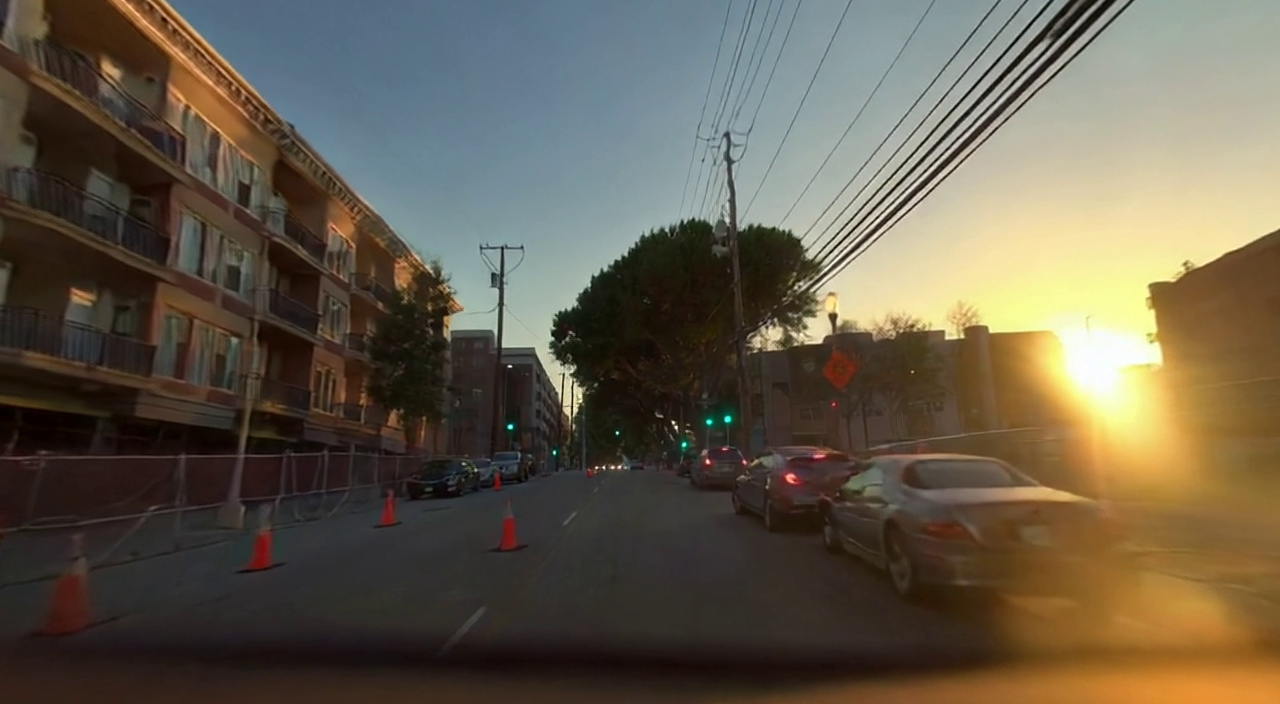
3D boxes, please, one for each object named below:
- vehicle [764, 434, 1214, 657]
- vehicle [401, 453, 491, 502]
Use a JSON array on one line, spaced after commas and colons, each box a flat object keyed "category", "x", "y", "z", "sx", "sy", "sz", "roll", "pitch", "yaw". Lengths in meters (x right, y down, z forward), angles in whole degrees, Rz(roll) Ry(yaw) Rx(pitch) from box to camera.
[{"category": "vehicle", "x": 2.872, "y": 1.677, "z": 6.769, "sx": 2.010, "sy": 1.499, "sz": 4.754, "roll": 0, "pitch": -8, "yaw": -1}, {"category": "vehicle", "x": -6.659, "y": 4.330, "z": 22.215, "sx": 1.968, "sy": 1.450, "sz": 4.271, "roll": 0, "pitch": -8, "yaw": -2}]
